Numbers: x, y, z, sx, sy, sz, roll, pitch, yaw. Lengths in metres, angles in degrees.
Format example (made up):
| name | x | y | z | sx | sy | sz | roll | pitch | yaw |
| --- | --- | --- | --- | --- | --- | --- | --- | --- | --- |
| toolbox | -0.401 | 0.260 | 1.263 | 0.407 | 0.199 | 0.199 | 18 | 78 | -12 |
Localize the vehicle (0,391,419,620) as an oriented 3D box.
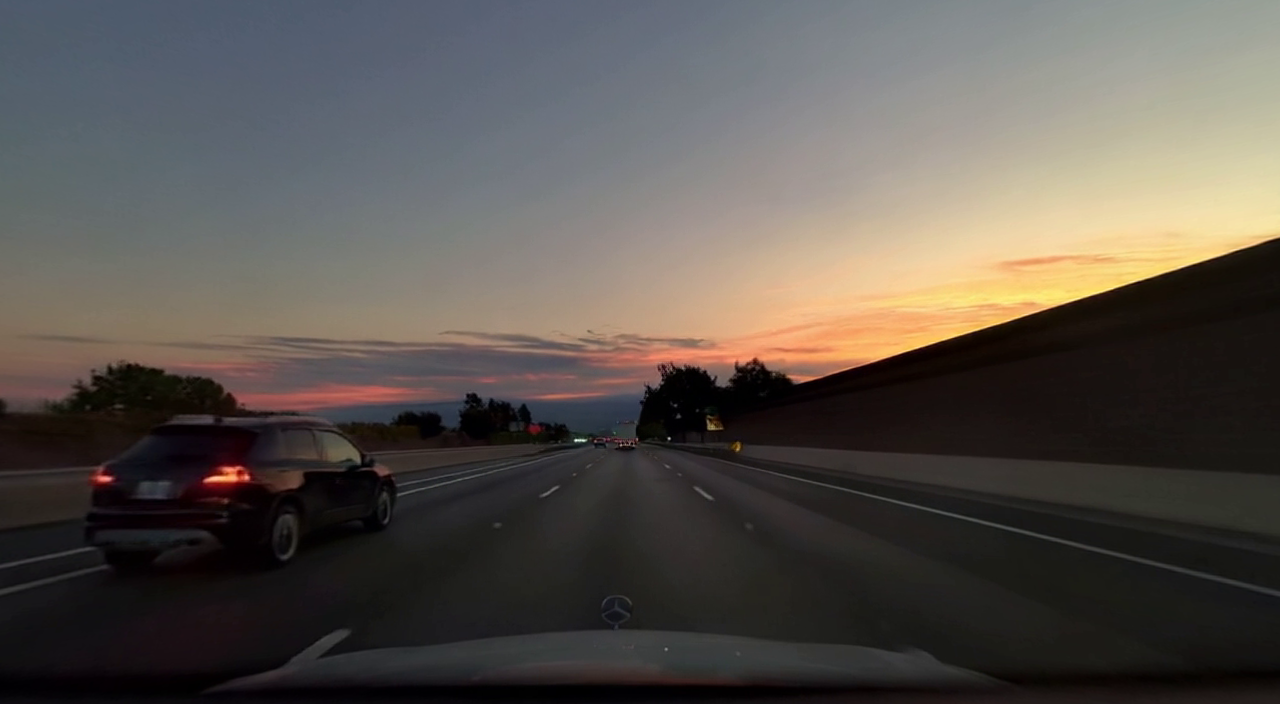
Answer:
| name | x | y | z | sx | sy | sz | roll | pitch | yaw |
| --- | --- | --- | --- | --- | --- | --- | --- | --- | --- |
| vehicle | -4.337 | 1.432 | 6.991 | 2.123 | 1.655 | 4.688 | 0 | -8 | -1 |
